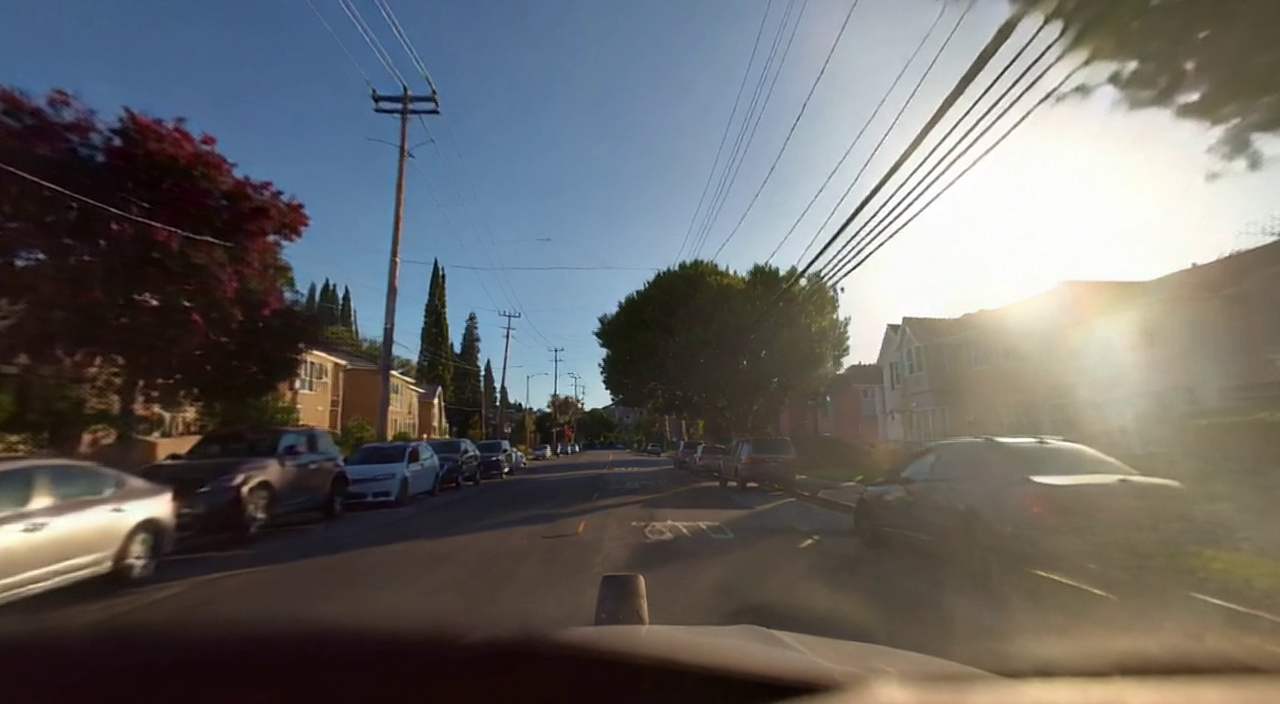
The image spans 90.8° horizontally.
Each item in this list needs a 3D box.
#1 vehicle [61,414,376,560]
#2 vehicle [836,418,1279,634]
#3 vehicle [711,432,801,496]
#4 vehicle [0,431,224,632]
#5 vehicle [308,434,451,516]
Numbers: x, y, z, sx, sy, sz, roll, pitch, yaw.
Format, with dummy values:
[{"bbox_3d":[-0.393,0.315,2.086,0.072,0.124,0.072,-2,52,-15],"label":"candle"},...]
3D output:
[{"bbox_3d":[-6.114,1.963,10.065,2.094,1.766,4.482,1,-8,-3],"label":"vehicle"},{"bbox_3d":[4.051,1.646,7.159,1.910,1.567,4.856,0,-9,-3],"label":"vehicle"},{"bbox_3d":[3.431,3.416,19.578,1.936,1.756,4.127,0,-9,-1],"label":"vehicle"},{"bbox_3d":[-5.651,1.379,4.897,1.979,1.435,4.785,-2,-7,-5],"label":"vehicle"},{"bbox_3d":[-6.075,2.835,15.334,1.863,1.561,4.380,-3,-7,-4],"label":"vehicle"}]
